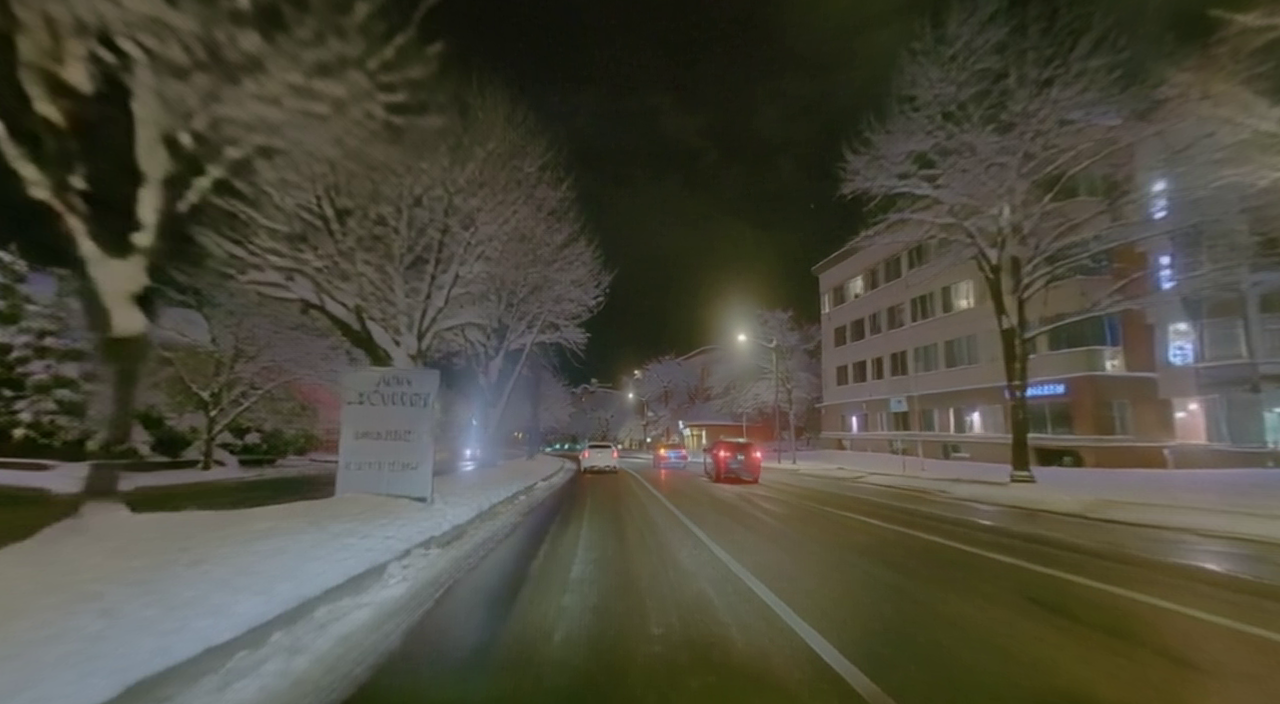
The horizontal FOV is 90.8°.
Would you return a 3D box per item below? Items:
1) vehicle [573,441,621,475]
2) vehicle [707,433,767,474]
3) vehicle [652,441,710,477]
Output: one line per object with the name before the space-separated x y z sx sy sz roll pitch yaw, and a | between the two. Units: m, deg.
vehicle | -2.037 4.952 29.679 2.101 1.444 4.248 0 -9 -4
vehicle | 5.066 5.434 33.841 2.052 1.990 4.736 0 -9 -5
vehicle | 1.759 4.836 28.728 1.993 1.477 4.240 0 -9 -5
